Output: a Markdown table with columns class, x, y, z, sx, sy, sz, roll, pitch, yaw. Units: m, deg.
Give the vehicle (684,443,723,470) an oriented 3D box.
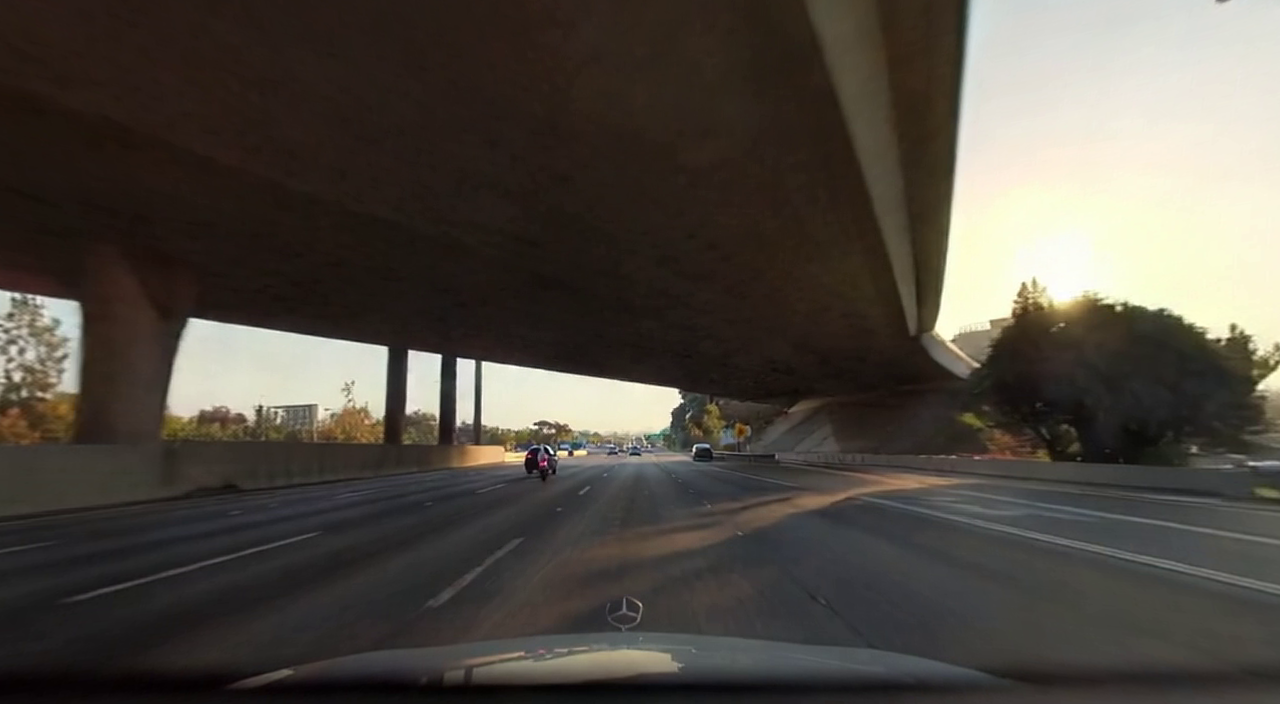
| class | x | y | z | sx | sy | sz | roll | pitch | yaw |
| --- | --- | --- | --- | --- | --- | --- | --- | --- | --- |
| vehicle | 4.111 | 6.861 | 41.468 | 2.047 | 1.662 | 4.243 | 0 | -9 | 0 |
